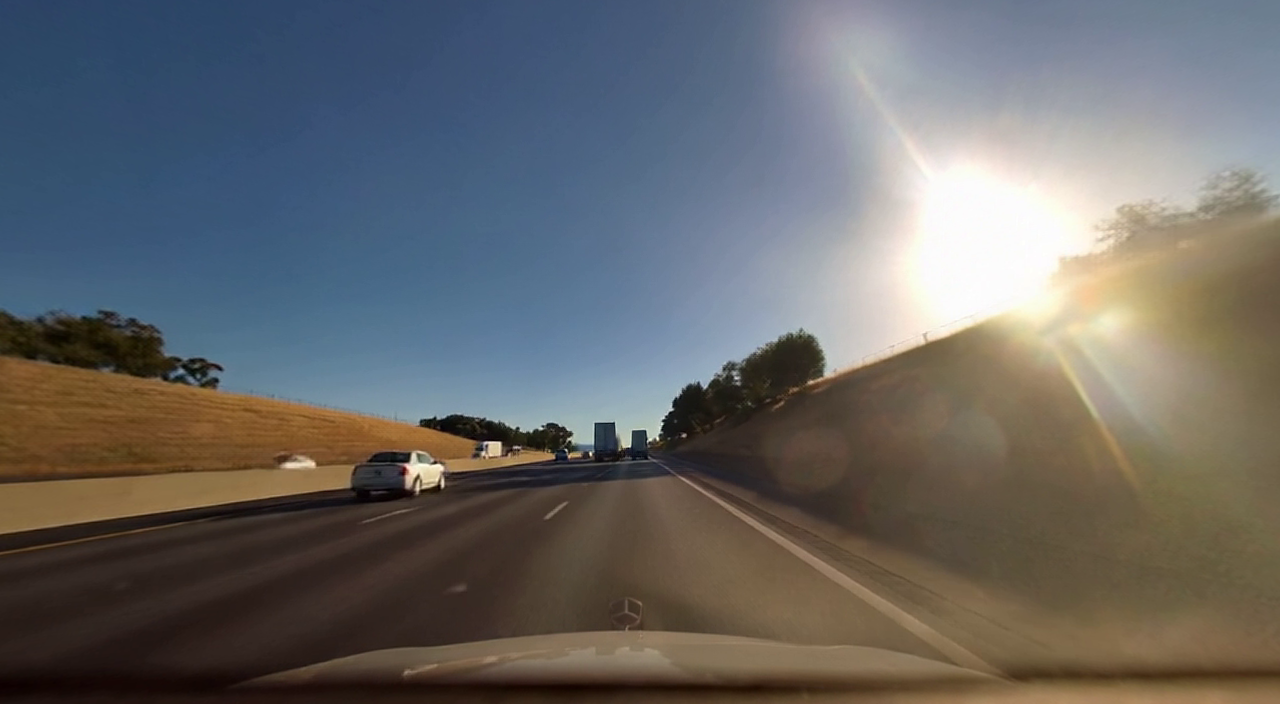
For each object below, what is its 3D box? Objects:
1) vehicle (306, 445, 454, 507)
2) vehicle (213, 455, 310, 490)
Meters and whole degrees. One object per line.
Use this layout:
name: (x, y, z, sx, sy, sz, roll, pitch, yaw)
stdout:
vehicle: (-7.008, 3.377, 17.746, 2.036, 1.474, 5.011, 0, -9, 0)
vehicle: (-17.445, 5.553, 29.345, 1.830, 1.441, 4.274, 0, -9, 0)
